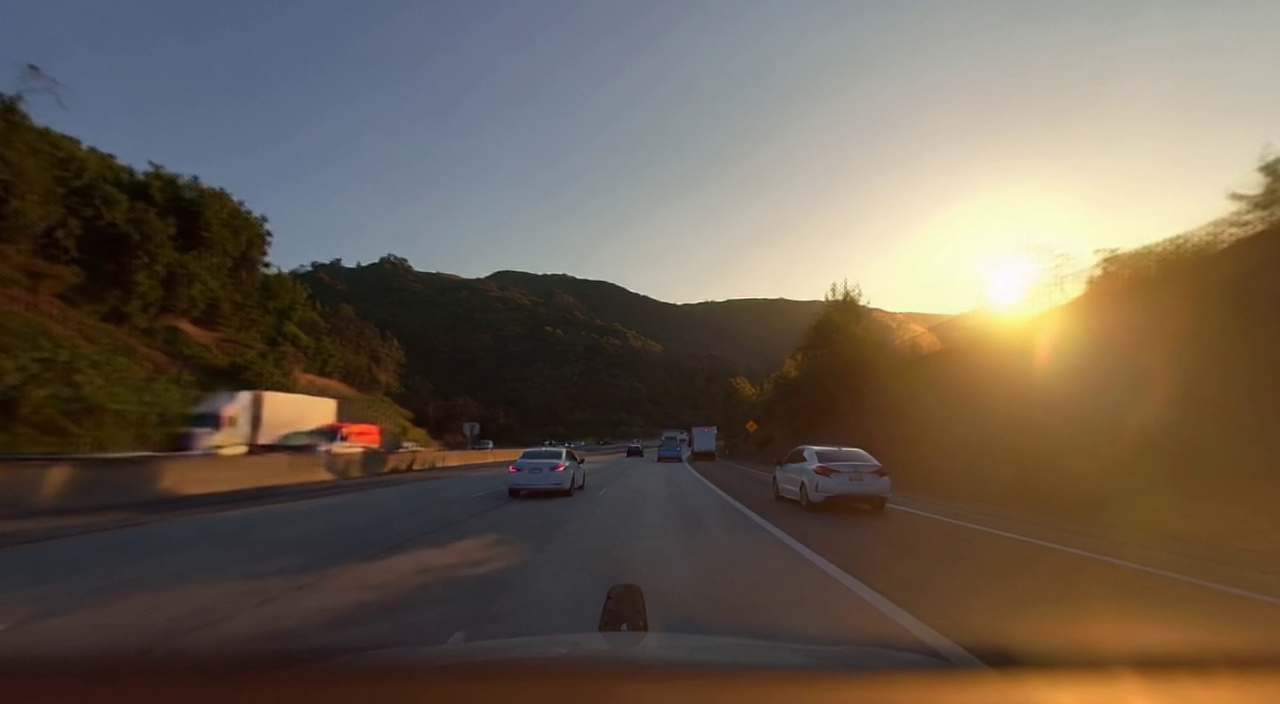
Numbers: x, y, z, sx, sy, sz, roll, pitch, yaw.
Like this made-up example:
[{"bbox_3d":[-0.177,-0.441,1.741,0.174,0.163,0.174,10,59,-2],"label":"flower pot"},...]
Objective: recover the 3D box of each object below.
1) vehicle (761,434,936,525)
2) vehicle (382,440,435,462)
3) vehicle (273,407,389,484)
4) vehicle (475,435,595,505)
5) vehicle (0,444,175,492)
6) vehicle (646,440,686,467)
[{"bbox_3d":[3.832,2.410,12.530,2.013,1.464,4.317,0,-8,0],"label":"vehicle"},{"bbox_3d":[-18.011,7.717,49.358,2.238,1.585,4.473,-1,-8,3],"label":"vehicle"},{"bbox_3d":[-11.301,3.437,23.315,2.562,2.559,3.019,-3,-9,5],"label":"vehicle"},{"bbox_3d":[-2.443,2.899,16.061,2.031,1.491,4.792,-1,-8,3],"label":"vehicle"},{"bbox_3d":[-19.297,4.014,22.318,1.877,1.472,4.927,0,-8,1],"label":"vehicle"},{"bbox_3d":[1.493,5.849,36.374,2.202,1.467,3.929,0,-8,3],"label":"vehicle"}]
